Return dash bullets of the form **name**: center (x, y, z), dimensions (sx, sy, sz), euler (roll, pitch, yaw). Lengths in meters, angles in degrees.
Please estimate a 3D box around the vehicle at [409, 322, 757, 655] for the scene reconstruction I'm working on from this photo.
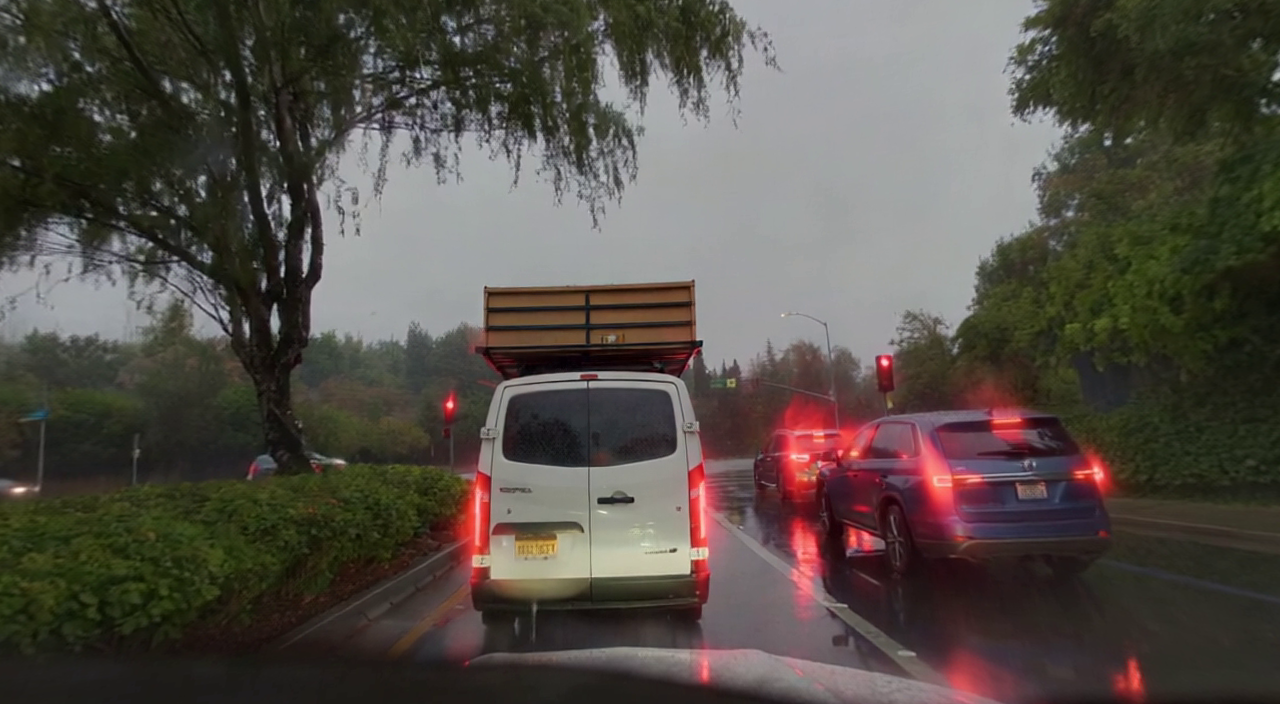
- **vehicle**: center (-0.366, 1.158, 6.185), dimensions (2.145, 2.089, 4.309), euler (0, -9, 0)

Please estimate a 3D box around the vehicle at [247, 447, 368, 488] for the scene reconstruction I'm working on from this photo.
- **vehicle**: center (-16.980, 5.871, 32.514), dimensions (5.241, 1.894, 2.257), euler (4, -10, -26)

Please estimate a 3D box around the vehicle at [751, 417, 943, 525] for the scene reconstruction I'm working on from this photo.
- **vehicle**: center (3.698, 2.219, 12.271), dimensions (2.024, 1.692, 4.252), euler (1, -9, -4)

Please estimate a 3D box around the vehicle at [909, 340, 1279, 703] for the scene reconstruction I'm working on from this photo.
- **vehicle**: center (3.443, 0.937, 3.409), dimensions (1.965, 1.671, 4.146), euler (0, -9, -3)

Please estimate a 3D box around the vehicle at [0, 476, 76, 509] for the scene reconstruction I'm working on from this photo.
- **vehicle**: center (-28.421, 6.300, 28.453), dimensions (4.135, 1.321, 1.687), euler (1, -9, -7)
